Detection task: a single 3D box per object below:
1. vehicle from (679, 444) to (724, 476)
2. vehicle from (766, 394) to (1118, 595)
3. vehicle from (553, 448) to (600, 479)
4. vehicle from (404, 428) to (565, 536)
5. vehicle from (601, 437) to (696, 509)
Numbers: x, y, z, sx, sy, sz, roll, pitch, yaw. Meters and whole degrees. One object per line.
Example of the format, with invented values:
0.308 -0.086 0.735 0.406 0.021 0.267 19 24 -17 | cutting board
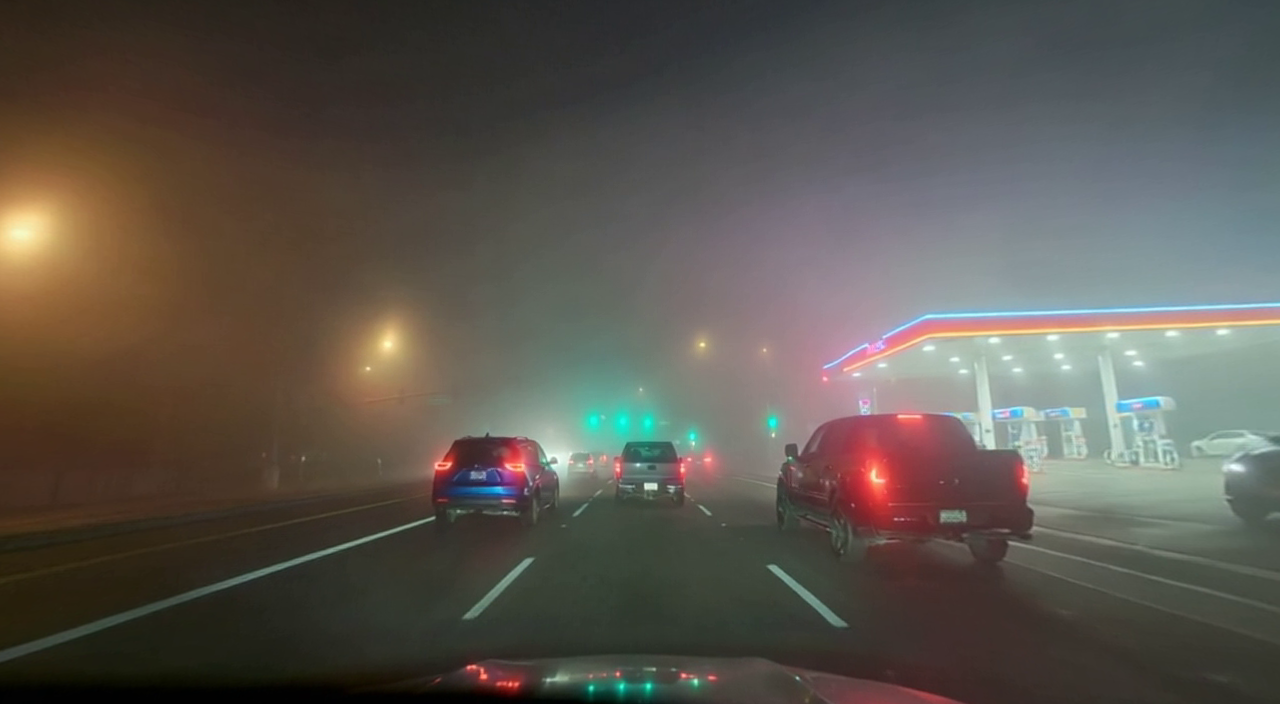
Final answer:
3.466 6.178 36.386 2.122 1.745 4.337 0 -8 0 | vehicle
3.362 1.725 8.629 2.161 1.868 5.321 0 -8 0 | vehicle
-3.267 5.812 33.146 1.954 1.497 4.078 0 -8 1 | vehicle
-2.788 2.437 12.444 2.019 1.731 4.299 0 -8 1 | vehicle
0.164 3.110 16.678 2.181 1.650 4.083 0 -8 -1 | vehicle
